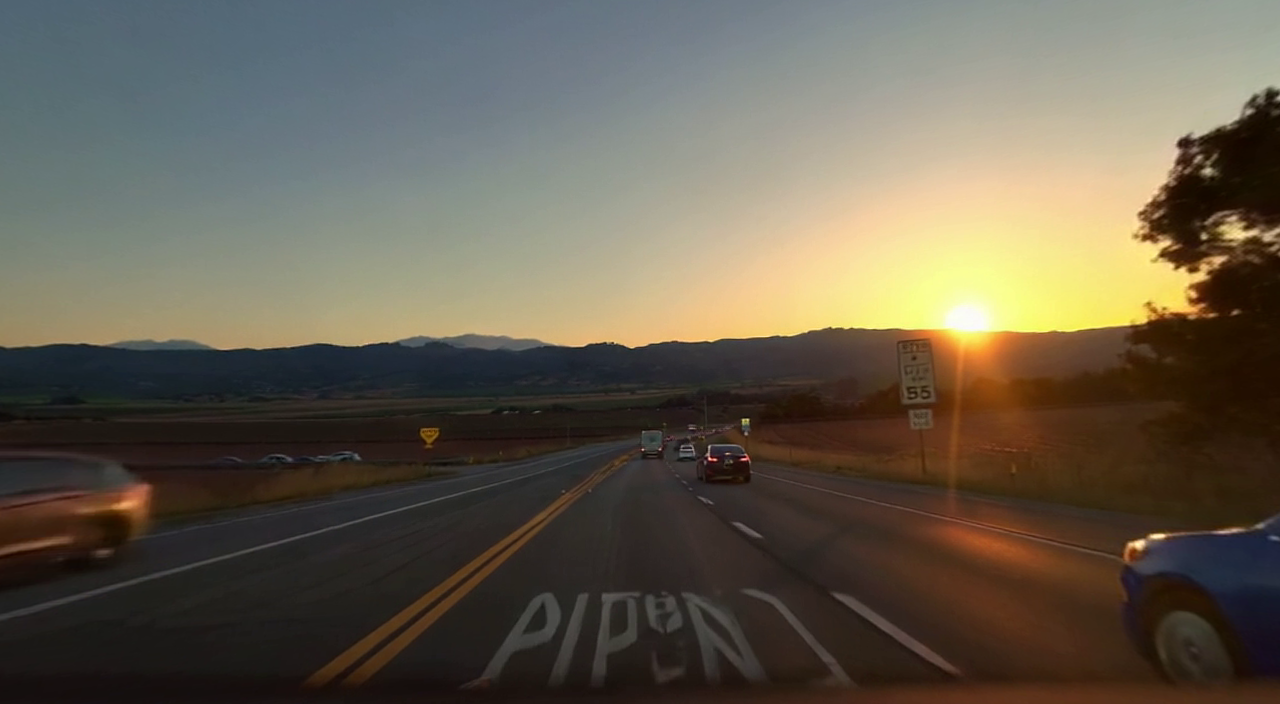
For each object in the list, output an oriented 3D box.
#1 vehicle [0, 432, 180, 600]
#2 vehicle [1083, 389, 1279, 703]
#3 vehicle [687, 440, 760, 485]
[{"bbox_3d":[-7.836,1.739,6.666,2.168,1.748,4.811,-1,-8,2],"label":"vehicle"},{"bbox_3d":[3.636,0.789,1.675,2.007,1.534,3.976,0,-8,0],"label":"vehicle"},{"bbox_3d":[3.052,4.151,24.074,2.026,1.531,4.273,0,-8,-2],"label":"vehicle"}]
